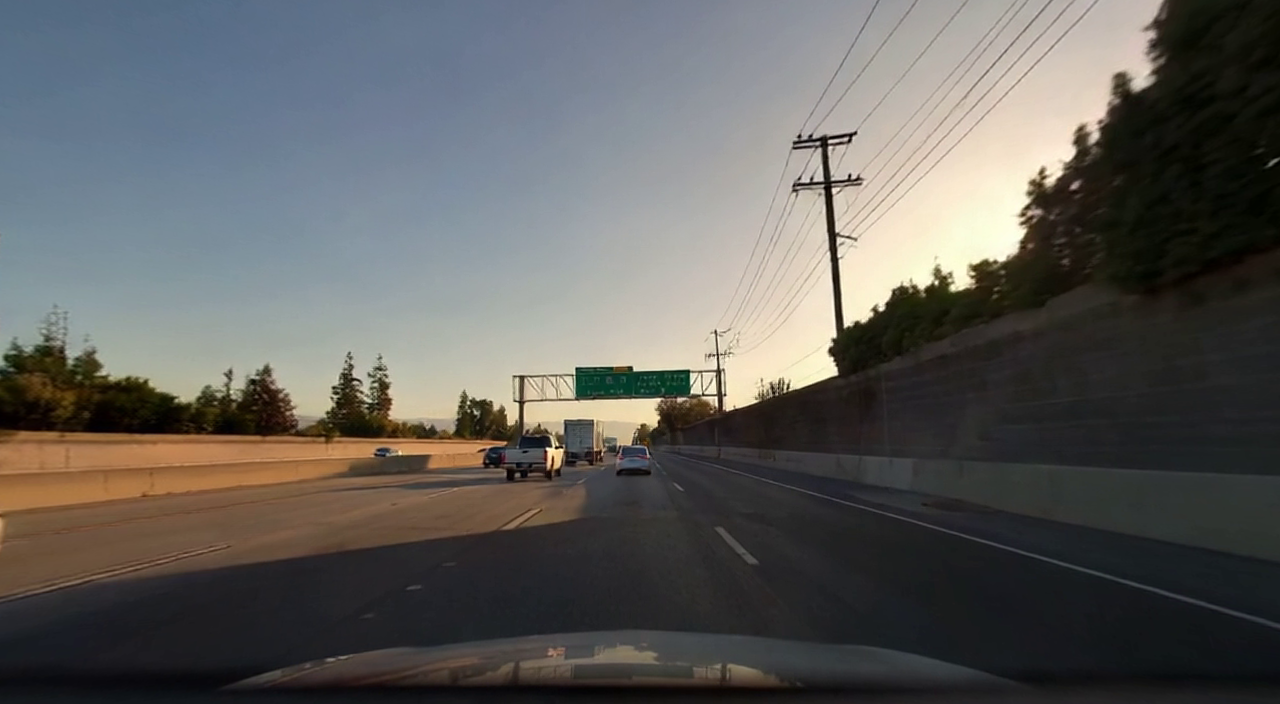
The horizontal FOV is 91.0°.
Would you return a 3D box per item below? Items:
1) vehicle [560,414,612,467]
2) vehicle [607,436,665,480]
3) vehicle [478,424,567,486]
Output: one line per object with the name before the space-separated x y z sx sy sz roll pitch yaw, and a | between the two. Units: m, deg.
vehicle | -3.635 6.316 44.705 2.956 3.331 9.575 0 -9 -1
vehicle | -0.142 4.293 25.803 2.178 1.640 4.071 0 -9 0
vehicle | -3.861 3.492 21.542 2.109 1.840 4.614 0 -9 0
